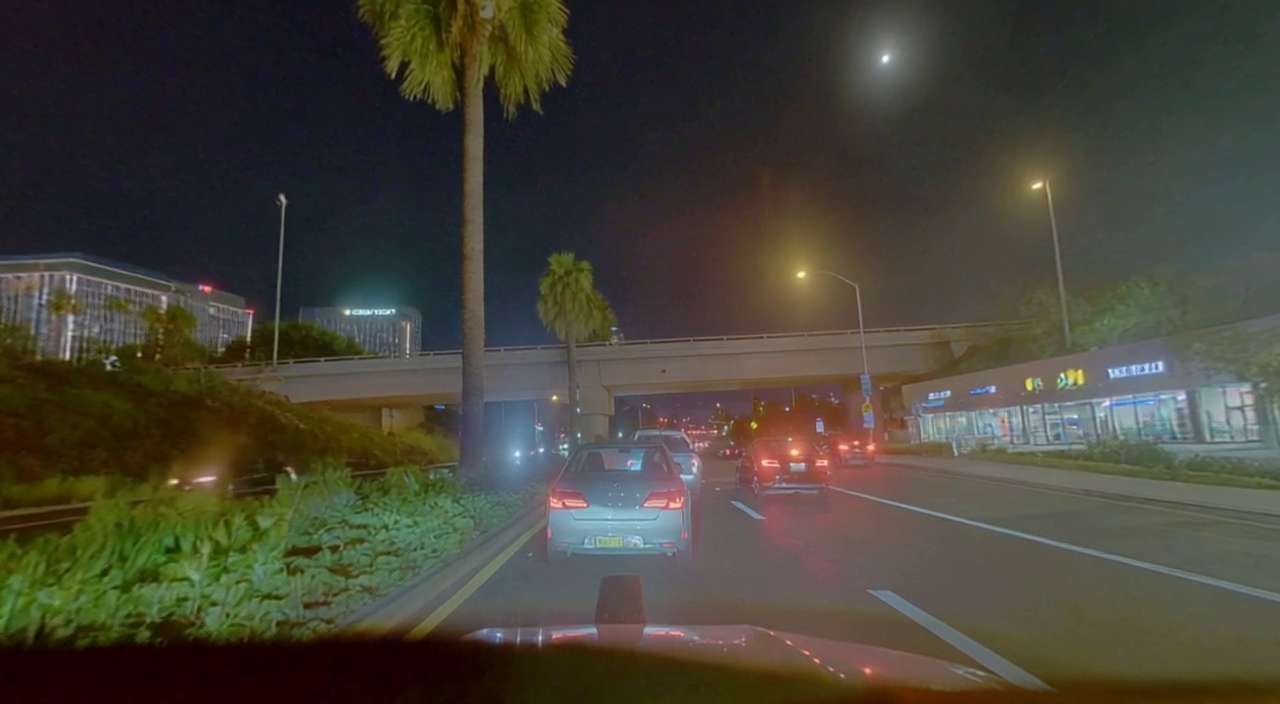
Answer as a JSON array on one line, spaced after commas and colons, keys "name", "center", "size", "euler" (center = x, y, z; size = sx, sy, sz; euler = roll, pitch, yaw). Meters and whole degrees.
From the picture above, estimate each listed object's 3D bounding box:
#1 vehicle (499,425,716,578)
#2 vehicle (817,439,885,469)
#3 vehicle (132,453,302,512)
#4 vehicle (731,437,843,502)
[{"name": "vehicle", "center": [-0.260, 1.801, 8.357], "size": [2.172, 1.506, 4.018], "euler": [0, -9, 2]}, {"name": "vehicle", "center": [11.188, 5.450, 33.677], "size": [2.100, 1.469, 4.772], "euler": [0, -9, 2]}, {"name": "vehicle", "center": [-12.288, 3.772, 18.679], "size": [1.933, 1.486, 4.449], "euler": [0, -9, 0]}, {"name": "vehicle", "center": [3.838, 3.144, 17.328], "size": [2.034, 1.517, 4.840], "euler": [0, -9, 2]}]
